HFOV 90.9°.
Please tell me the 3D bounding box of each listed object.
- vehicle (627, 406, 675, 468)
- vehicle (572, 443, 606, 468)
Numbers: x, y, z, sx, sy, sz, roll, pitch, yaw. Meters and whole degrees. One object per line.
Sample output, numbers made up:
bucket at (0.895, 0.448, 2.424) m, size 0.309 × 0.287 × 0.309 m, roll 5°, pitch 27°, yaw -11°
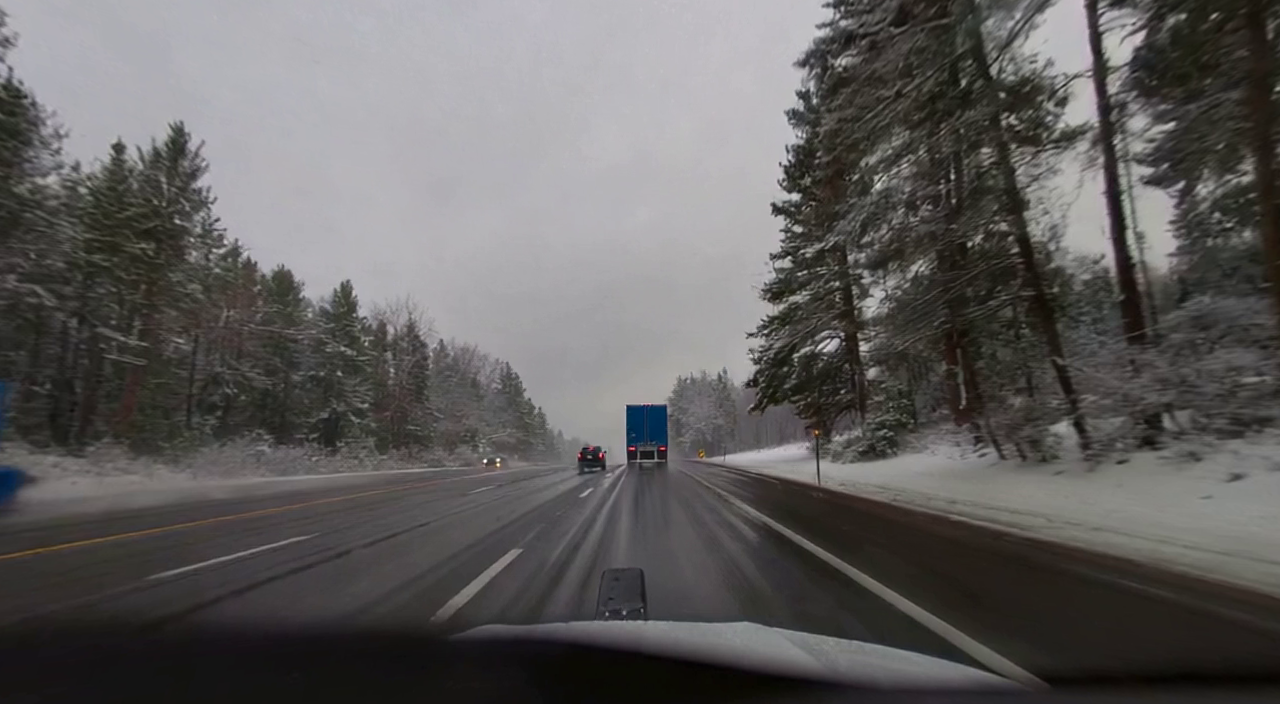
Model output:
vehicle at (0.713, 6.654, 49.082) m, size 3.320 × 4.173 × 11.889 m, roll 0°, pitch -8°, yaw 0°
vehicle at (-3.598, 7.412, 45.341) m, size 2.092 × 1.702 × 4.297 m, roll 0°, pitch -8°, yaw 0°
